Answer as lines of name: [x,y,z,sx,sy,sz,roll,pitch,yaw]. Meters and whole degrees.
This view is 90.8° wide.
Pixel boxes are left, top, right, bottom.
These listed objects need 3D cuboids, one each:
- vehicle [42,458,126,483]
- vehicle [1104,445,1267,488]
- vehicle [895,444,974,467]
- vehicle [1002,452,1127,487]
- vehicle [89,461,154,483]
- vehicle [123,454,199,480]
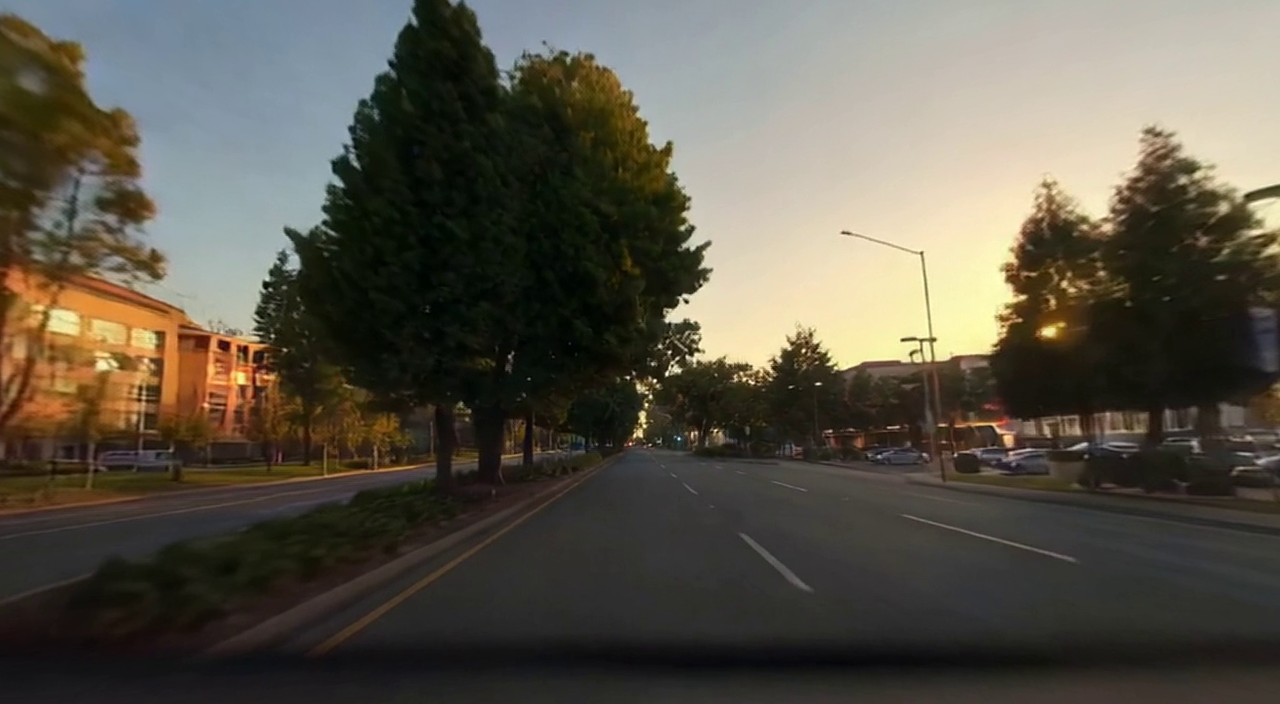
vehicle: [-41.294,8.775,47.081,2.047,1.622,4.985,-1,-9,-5]
vehicle: [20.453,4.277,23.836,4.267,1.512,1.966,0,-9,0]
vehicle: [20.151,7.071,43.292,4.333,1.507,2.101,0,-9,-1]
vehicle: [19.942,5.560,29.812,4.403,1.436,1.918,-2,-12,1]
vehicle: [-38.402,8.883,46.916,1.720,1.508,3.653,0,-9,-1]
vehicle: [-35.648,8.540,47.156,1.983,1.818,4.590,0,-9,0]
